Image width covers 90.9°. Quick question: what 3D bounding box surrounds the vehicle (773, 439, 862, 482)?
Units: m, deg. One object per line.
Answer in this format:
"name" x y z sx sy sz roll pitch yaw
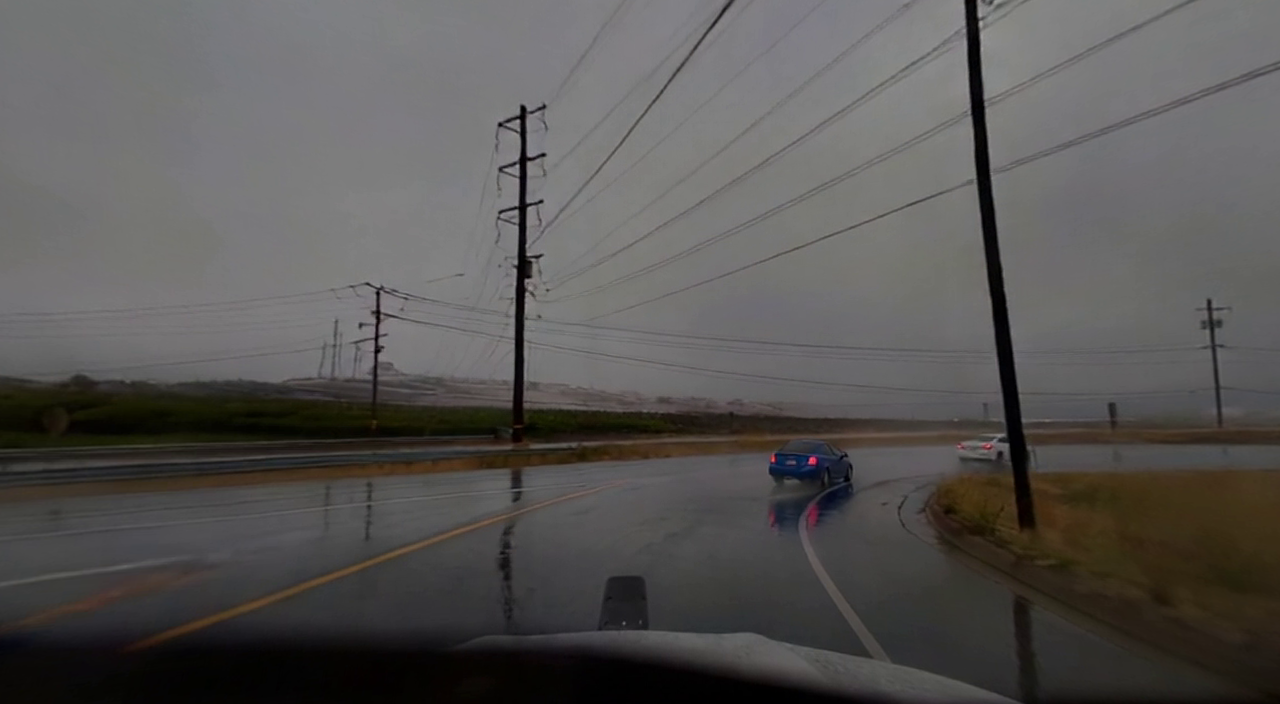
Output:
"vehicle" 6.595 3.929 23.128 2.026 1.407 4.374 -6 -10 30

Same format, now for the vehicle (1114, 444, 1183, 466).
"vehicle" 37.979 7.683 47.076 4.102 1.552 1.931 2 -9 -17

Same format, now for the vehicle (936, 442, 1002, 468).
"vehicle" 20.342 6.322 38.915 4.307 1.465 1.836 6 -11 -37
